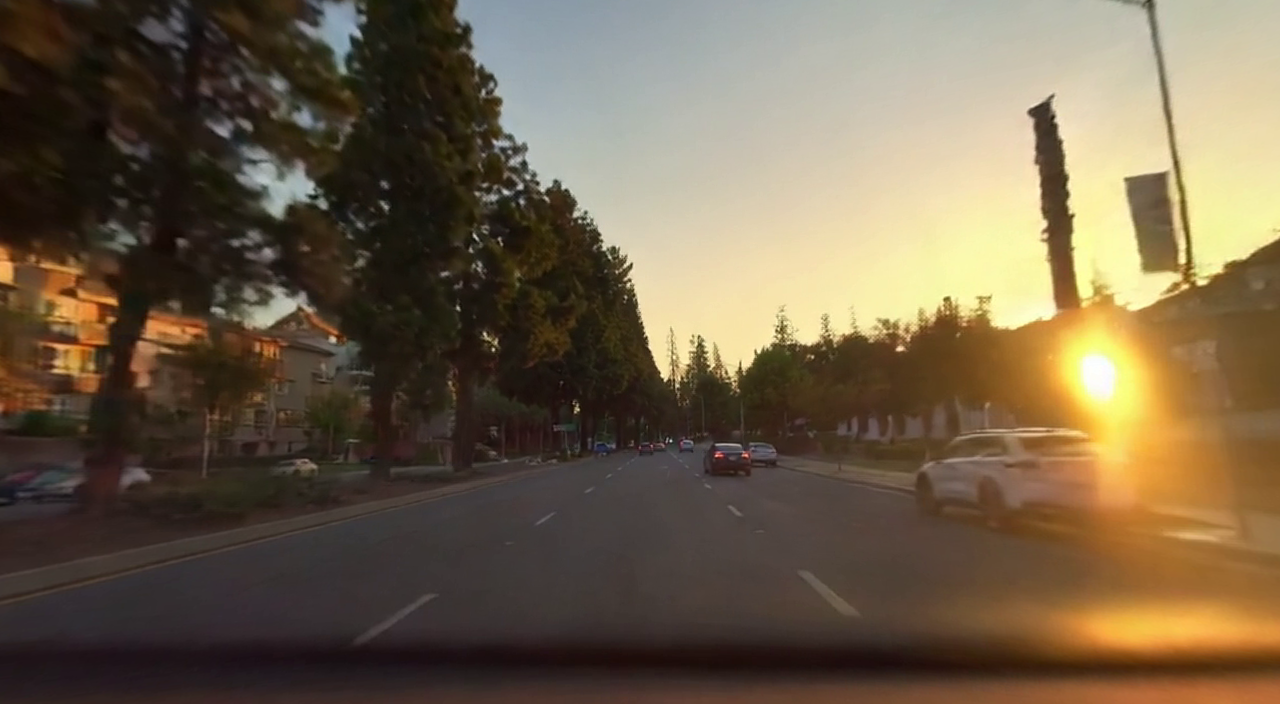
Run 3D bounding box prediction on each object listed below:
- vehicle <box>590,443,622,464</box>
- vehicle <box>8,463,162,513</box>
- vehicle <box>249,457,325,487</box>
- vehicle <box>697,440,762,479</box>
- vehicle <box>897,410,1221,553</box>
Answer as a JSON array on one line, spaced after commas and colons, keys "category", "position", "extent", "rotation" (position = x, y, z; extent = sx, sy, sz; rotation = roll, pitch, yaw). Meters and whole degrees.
[{"category": "vehicle", "position": [-2.534, 7.754, 48.164], "extent": [2.049, 1.485, 4.656], "rotation": [0, -9, 1]}, {"category": "vehicle", "position": [-22.098, 5.408, 25.444], "extent": [1.882, 1.479, 4.822], "rotation": [-7, -9, 1]}, {"category": "vehicle", "position": [-22.126, 7.482, 39.699], "extent": [1.883, 1.671, 4.779], "rotation": [-1, -9, 2]}, {"category": "vehicle", "position": [3.716, 4.564, 26.921], "extent": [2.128, 1.502, 4.572], "rotation": [0, -9, 1]}, {"category": "vehicle", "position": [6.531, 2.080, 10.845], "extent": [2.092, 1.849, 5.068], "rotation": [0, -9, 1]}]
